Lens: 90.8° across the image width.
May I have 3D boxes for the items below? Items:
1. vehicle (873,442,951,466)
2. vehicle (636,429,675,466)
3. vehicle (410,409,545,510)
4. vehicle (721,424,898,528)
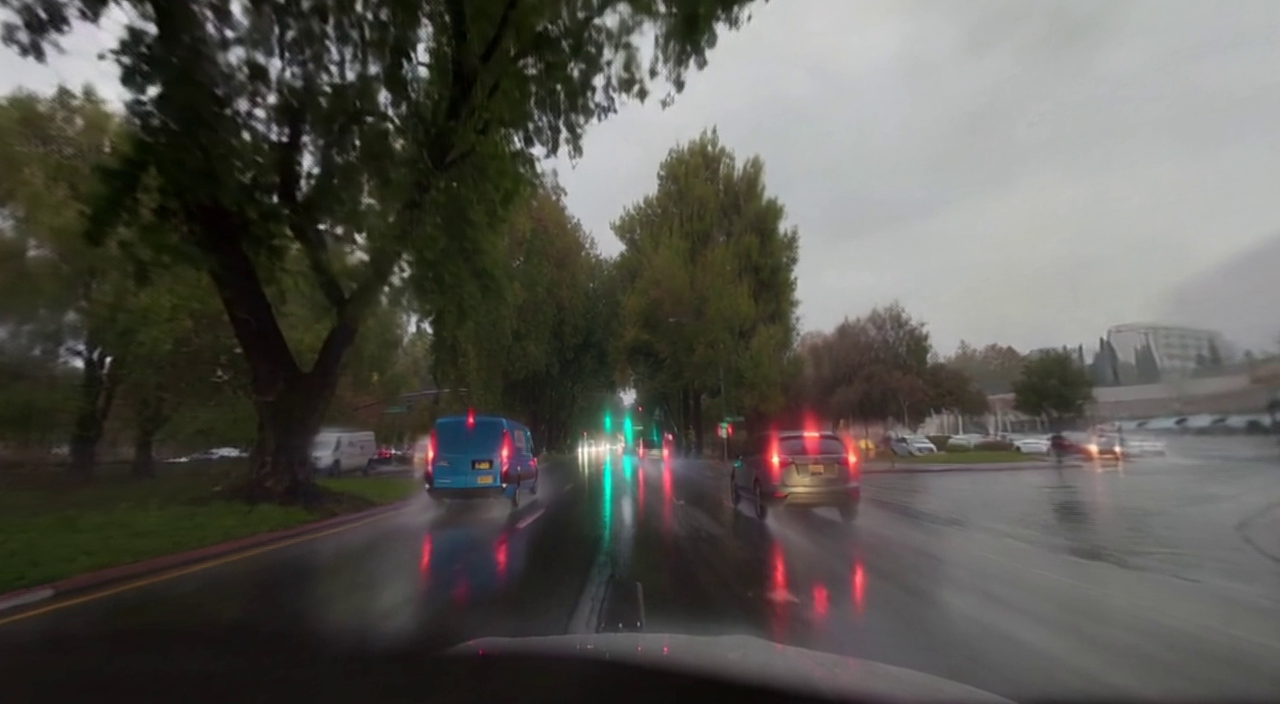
[{"bbox_3d":[17.591,6.597,40.980,4.210,1.480,1.922,2,-9,-11],"label":"vehicle"},{"bbox_3d":[1.046,7.181,47.403,2.397,2.566,5.324,0,-9,-4],"label":"vehicle"},{"bbox_3d":[-3.982,2.752,16.494,2.420,2.227,4.499,0,-9,-1],"label":"vehicle"},{"bbox_3d":[3.050,2.365,12.600,2.087,1.658,4.612,0,-9,-2],"label":"vehicle"}]
